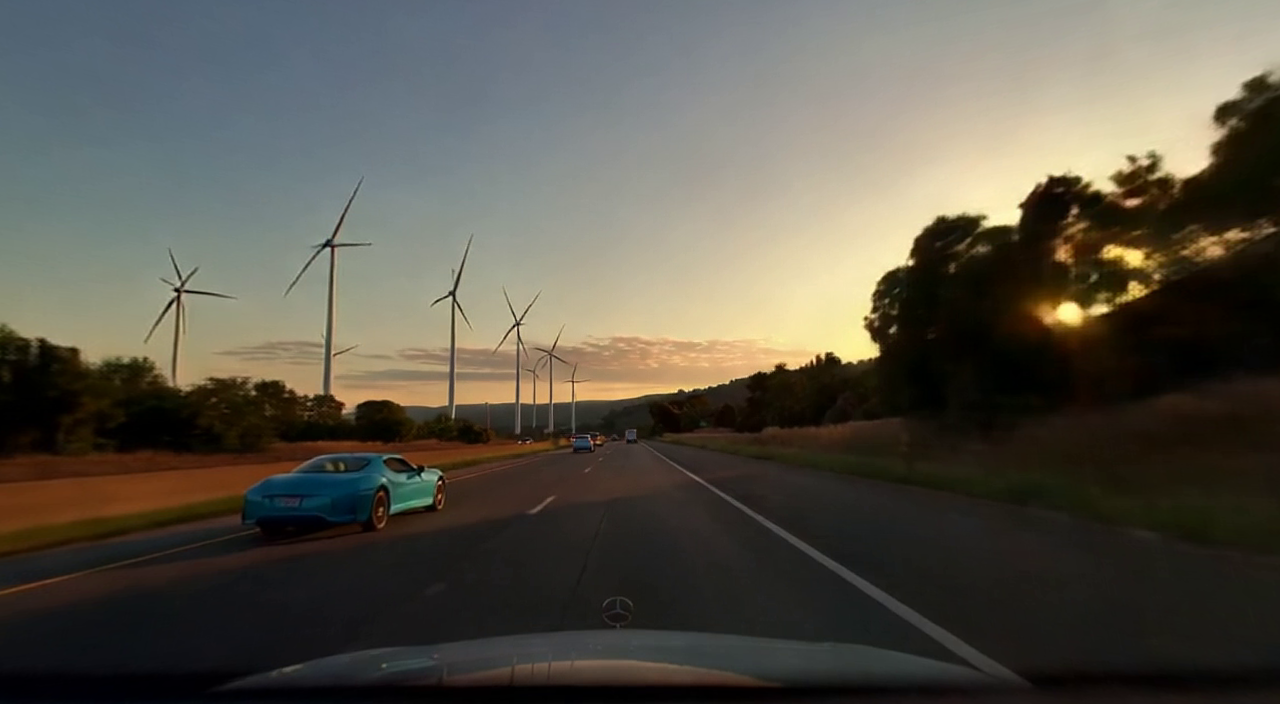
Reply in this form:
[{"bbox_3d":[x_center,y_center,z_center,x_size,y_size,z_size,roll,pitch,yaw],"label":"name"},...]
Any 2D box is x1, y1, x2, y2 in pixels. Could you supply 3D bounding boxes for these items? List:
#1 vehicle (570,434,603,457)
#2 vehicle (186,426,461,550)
[{"bbox_3d":[-3.560,6.305,42.458,2.024,1.456,3.754,0,-8,-2],"label":"vehicle"},{"bbox_3d":[-4.245,1.856,9.399,1.969,1.413,4.194,0,-8,-1],"label":"vehicle"}]
